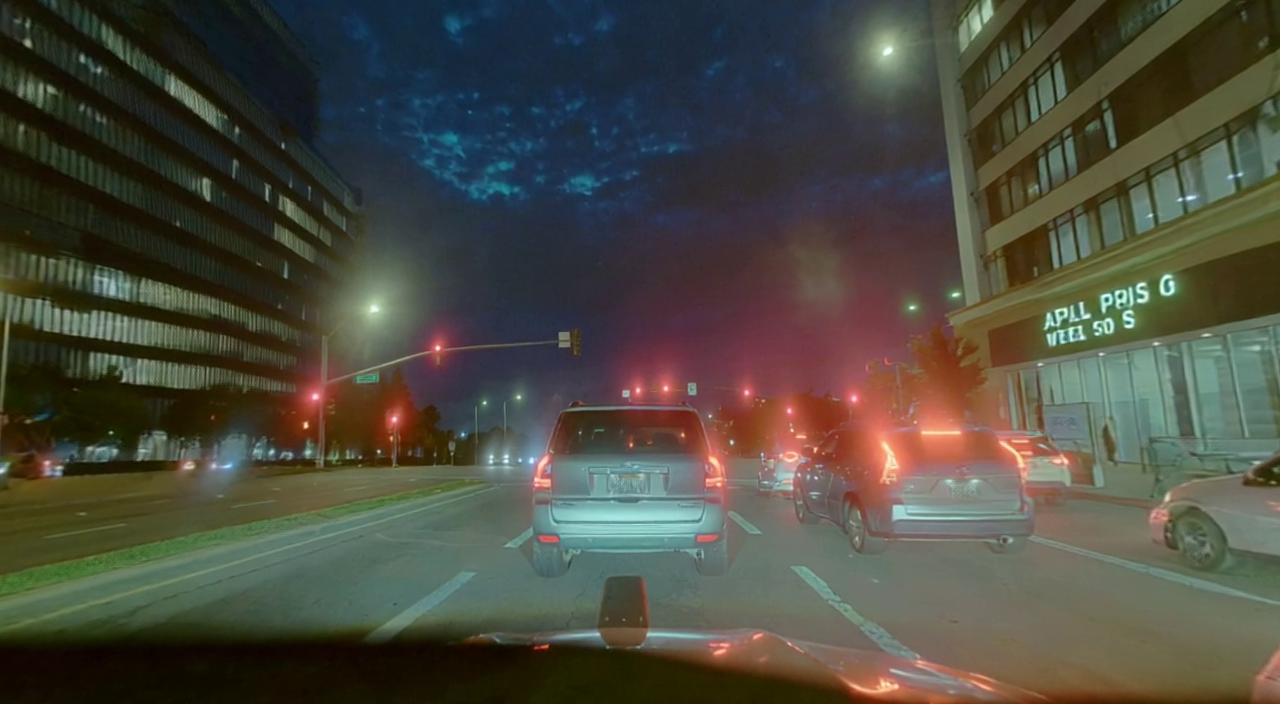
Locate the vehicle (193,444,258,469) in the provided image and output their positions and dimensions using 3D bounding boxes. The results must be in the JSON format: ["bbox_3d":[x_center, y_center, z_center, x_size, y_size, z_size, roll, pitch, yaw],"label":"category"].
[{"bbox_3d":[-27.424,6.880,41.866,1.693,1.563,3.716,0,-8,0],"label":"vehicle"}]

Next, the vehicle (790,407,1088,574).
[{"bbox_3d":[3.626,1.758,8.787,2.036,1.719,4.318,0,-8,0],"label":"vehicle"}]

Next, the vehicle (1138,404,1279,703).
[{"bbox_3d":[3.370,0.702,0.749,1.884,1.484,4.609,0,-8,2],"label":"vehicle"}]

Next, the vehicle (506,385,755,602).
[{"bbox_3d":[0.001,1.533,7.686,2.154,1.861,4.280,0,-8,3],"label":"vehicle"}]
